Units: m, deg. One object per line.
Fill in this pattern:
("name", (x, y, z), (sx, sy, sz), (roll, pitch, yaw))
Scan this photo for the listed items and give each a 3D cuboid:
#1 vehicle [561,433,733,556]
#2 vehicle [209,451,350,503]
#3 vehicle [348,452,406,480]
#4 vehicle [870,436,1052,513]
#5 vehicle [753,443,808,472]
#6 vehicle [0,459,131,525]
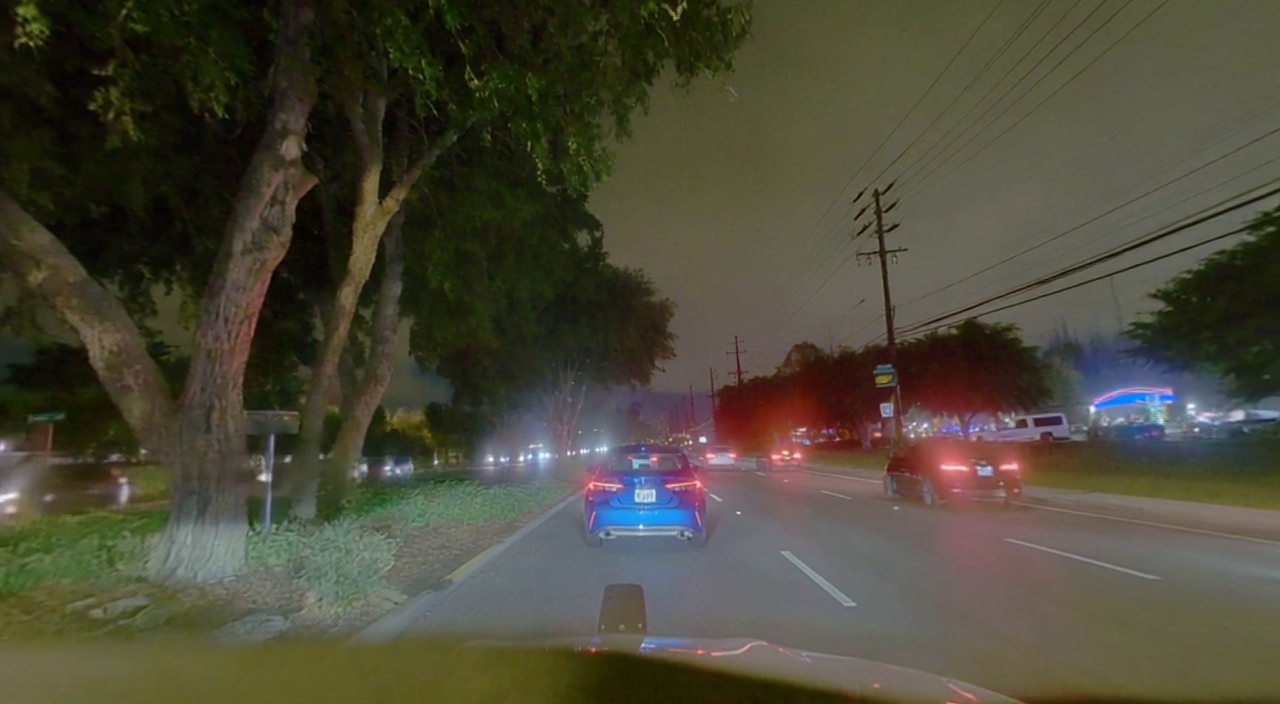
("vehicle", (0.084, 2.041, 9.758), (2.108, 1.479, 3.935), (0, -8, 0))
("vehicle", (-11.825, 4.095, 21.137), (1.988, 1.486, 4.586), (0, -8, 0))
("vehicle", (-15.068, 6.539, 36.368), (1.701, 1.494, 3.791), (0, -8, 0))
("vehicle", (7.117, 2.729, 14.625), (1.850, 1.480, 4.474), (0, -8, 0))
("vehicle", (7.592, 5.737, 34.471), (1.899, 1.458, 4.499), (0, -8, -1))
("vehicle", (-16.150, 3.606, 16.572), (1.856, 1.452, 4.530), (0, -8, -1))
